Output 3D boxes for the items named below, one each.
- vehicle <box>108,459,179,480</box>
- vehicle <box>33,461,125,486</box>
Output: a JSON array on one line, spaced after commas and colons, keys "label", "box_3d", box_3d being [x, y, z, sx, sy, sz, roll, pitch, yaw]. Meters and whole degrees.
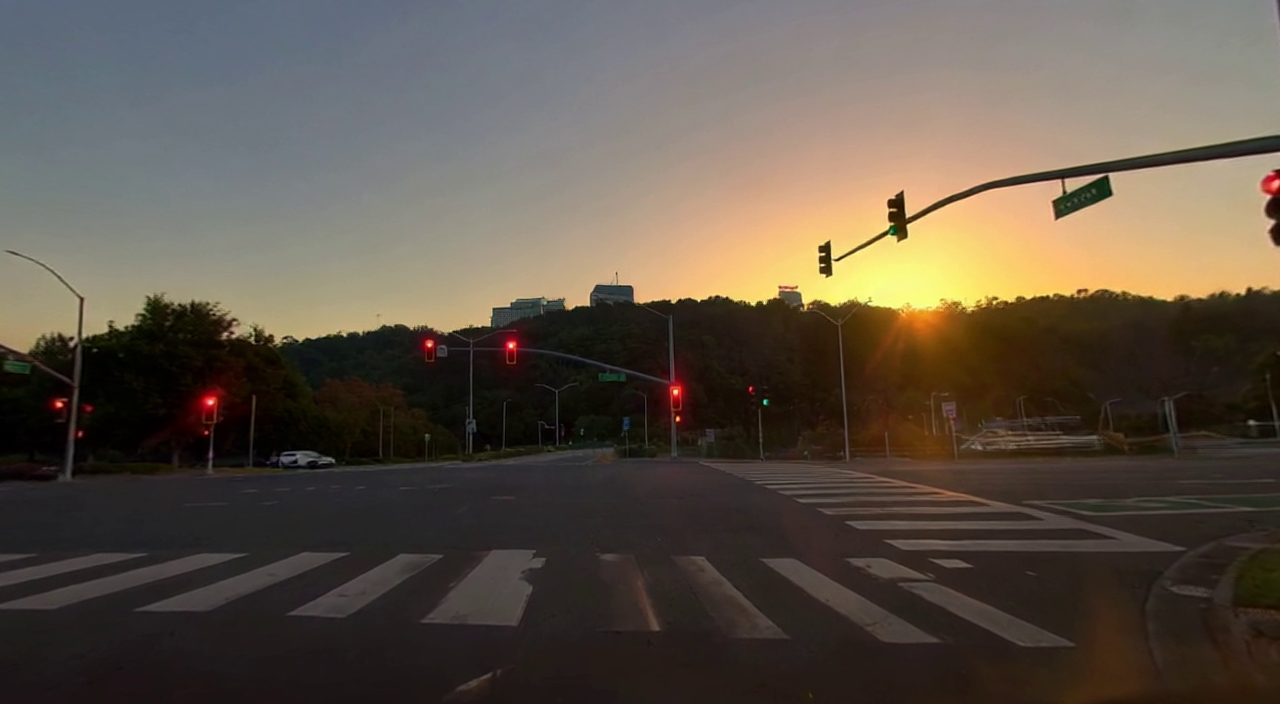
[{"label": "vehicle", "box_3d": [-35.898, 8.508, 45.645, 3.681, 1.423, 1.680, 0, -8, -1]}, {"label": "vehicle", "box_3d": [-36.146, 7.831, 40.651, 4.241, 1.413, 1.673, -1, -8, -1]}]
